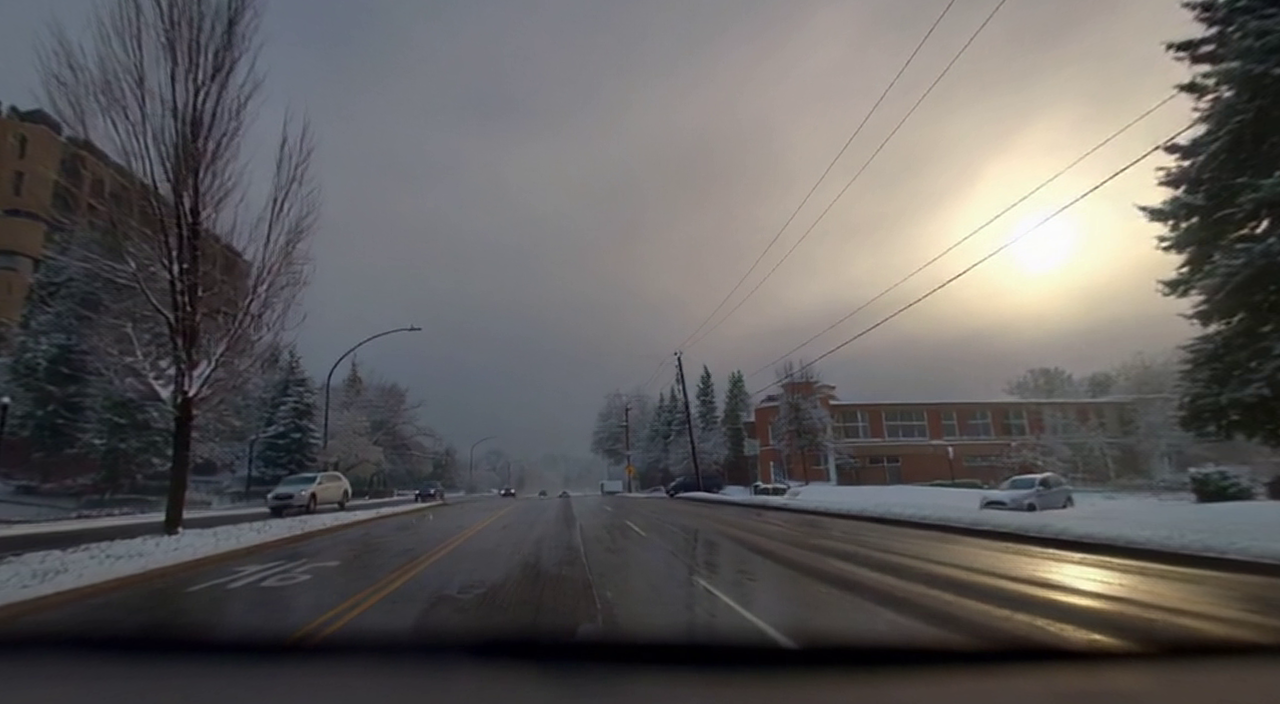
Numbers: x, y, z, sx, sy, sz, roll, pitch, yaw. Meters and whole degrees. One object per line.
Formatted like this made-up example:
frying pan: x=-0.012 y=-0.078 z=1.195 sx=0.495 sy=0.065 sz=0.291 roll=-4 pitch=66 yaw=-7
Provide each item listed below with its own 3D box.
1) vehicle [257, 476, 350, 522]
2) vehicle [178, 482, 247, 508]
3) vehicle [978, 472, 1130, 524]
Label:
vehicle: x=-14.590 y=6.363 z=27.543 sx=2.060 sy=1.618 sz=4.203 roll=1 pitch=-9 yaw=-5
vehicle: x=-33.488 y=11.257 z=49.256 sx=3.770 sy=1.737 sz=2.102 roll=-1 pitch=-15 yaw=-9
vehicle: x=14.751 y=5.264 z=22.511 sx=4.030 sy=1.483 sz=1.859 roll=-2 pitch=-16 yaw=-5
